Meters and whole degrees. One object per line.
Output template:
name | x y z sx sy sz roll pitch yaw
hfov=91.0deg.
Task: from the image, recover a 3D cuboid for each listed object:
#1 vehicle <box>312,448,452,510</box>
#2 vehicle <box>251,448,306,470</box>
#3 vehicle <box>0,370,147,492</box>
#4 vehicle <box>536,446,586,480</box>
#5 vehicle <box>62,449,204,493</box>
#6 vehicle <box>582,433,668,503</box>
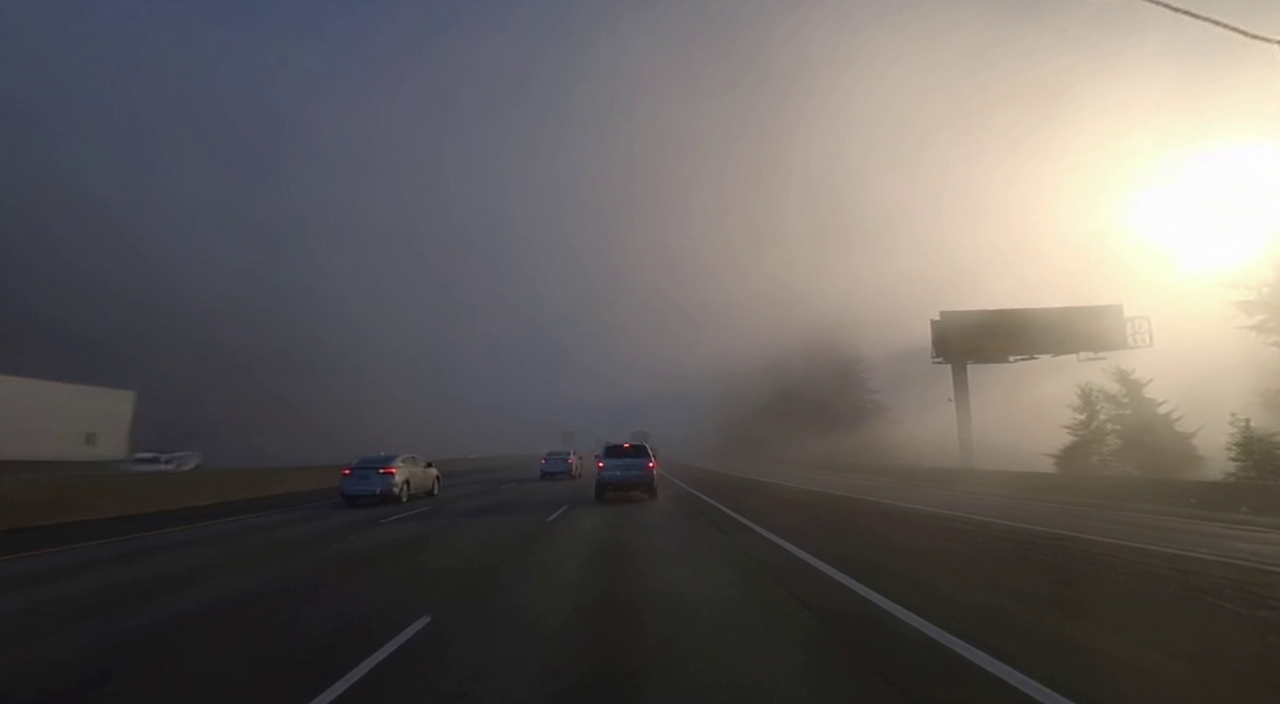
vehicle | -6.989 3.459 17.708 1.892 1.468 4.792 0 -9 0
vehicle | -27.076 8.034 47.300 1.795 1.541 4.027 0 -9 -1
vehicle | -22.634 2.311 18.904 2.883 4.004 16.498 0 -9 -2
vehicle | -3.796 5.405 30.948 1.889 1.522 4.465 0 -9 0
vehicle | -19.129 4.486 24.064 1.904 1.482 4.207 0 -9 0
vehicle | -0.387 3.269 18.204 2.127 1.749 4.776 0 -9 0
